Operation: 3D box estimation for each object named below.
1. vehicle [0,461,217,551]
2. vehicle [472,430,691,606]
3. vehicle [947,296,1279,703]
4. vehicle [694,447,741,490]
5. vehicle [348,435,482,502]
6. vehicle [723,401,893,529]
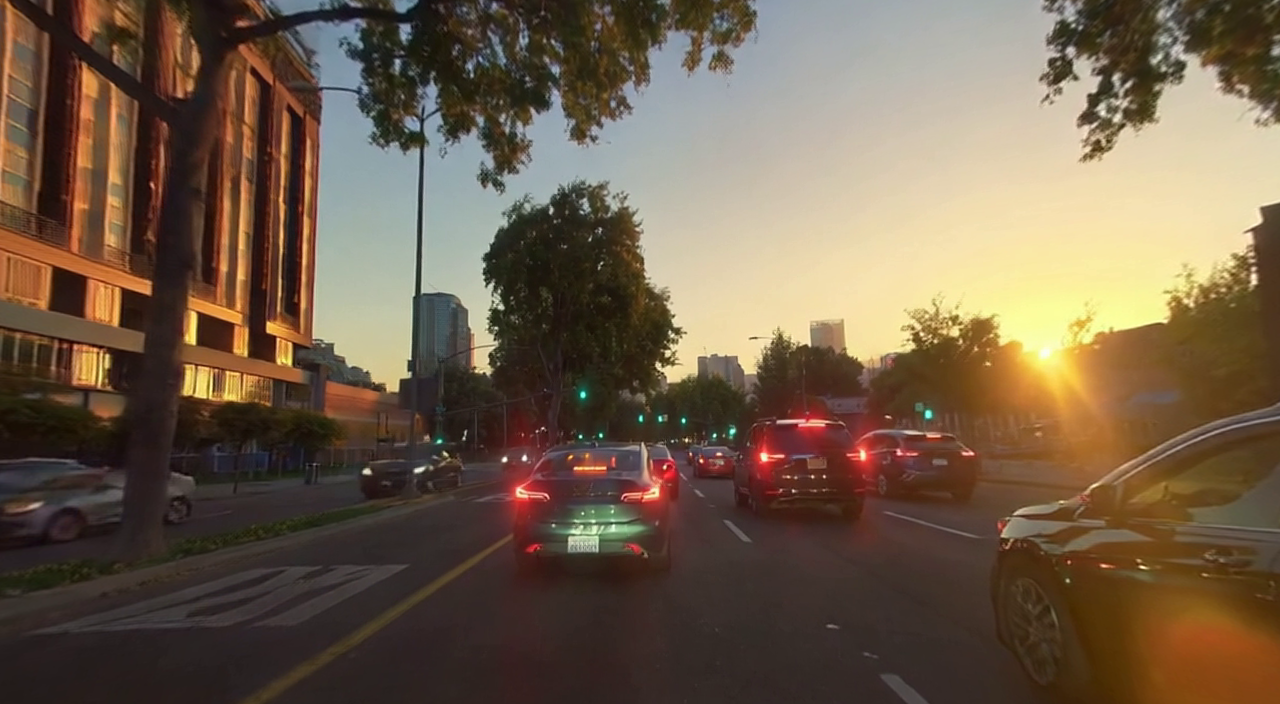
[{"bbox_3d":[-12.729,3.473,14.891,2.005,1.660,4.676,0,-9,1],"label":"vehicle"},{"bbox_3d":[-0.536,1.912,8.147,2.111,1.676,4.018,0,-9,1],"label":"vehicle"},{"bbox_3d":[3.159,0.809,2.165,1.982,1.960,4.427,0,-9,1],"label":"vehicle"},{"bbox_3d":[3.219,4.911,26.772,1.518,1.650,4.408,0,-9,1],"label":"vehicle"},{"bbox_3d":[-8.632,4.526,25.009,2.815,2.263,6.416,0,-9,1],"label":"vehicle"},{"bbox_3d":[3.658,2.643,15.213,2.516,2.481,5.766,0,-9,0],"label":"vehicle"}]
